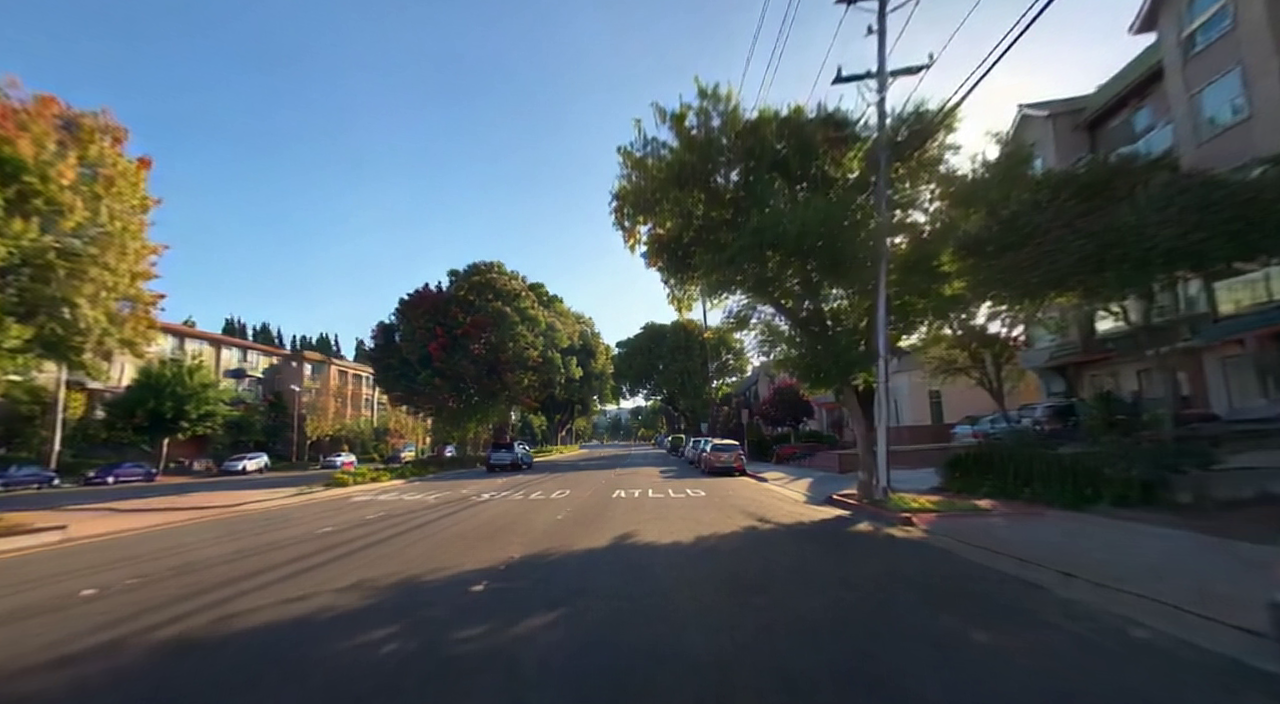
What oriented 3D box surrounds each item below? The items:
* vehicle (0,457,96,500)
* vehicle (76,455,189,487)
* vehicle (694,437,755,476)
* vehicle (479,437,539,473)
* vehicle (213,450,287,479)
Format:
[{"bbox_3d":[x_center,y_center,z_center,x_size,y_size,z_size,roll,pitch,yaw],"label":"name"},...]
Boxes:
[{"bbox_3d":[-25.860,5.359,26.635,1.857,1.472,4.422,-4,-7,1],"label":"vehicle"},{"bbox_3d":[-25.807,6.054,32.314,1.935,1.487,4.600,-1,-10,0],"label":"vehicle"},{"bbox_3d":[3.665,4.606,28.087,2.048,1.556,4.753,0,-8,0],"label":"vehicle"},{"bbox_3d":[-6.517,5.176,31.950,2.000,1.671,4.497,0,-8,1],"label":"vehicle"},{"bbox_3d":[-25.752,7.405,41.851,1.959,1.707,4.481,0,-8,0],"label":"vehicle"}]
